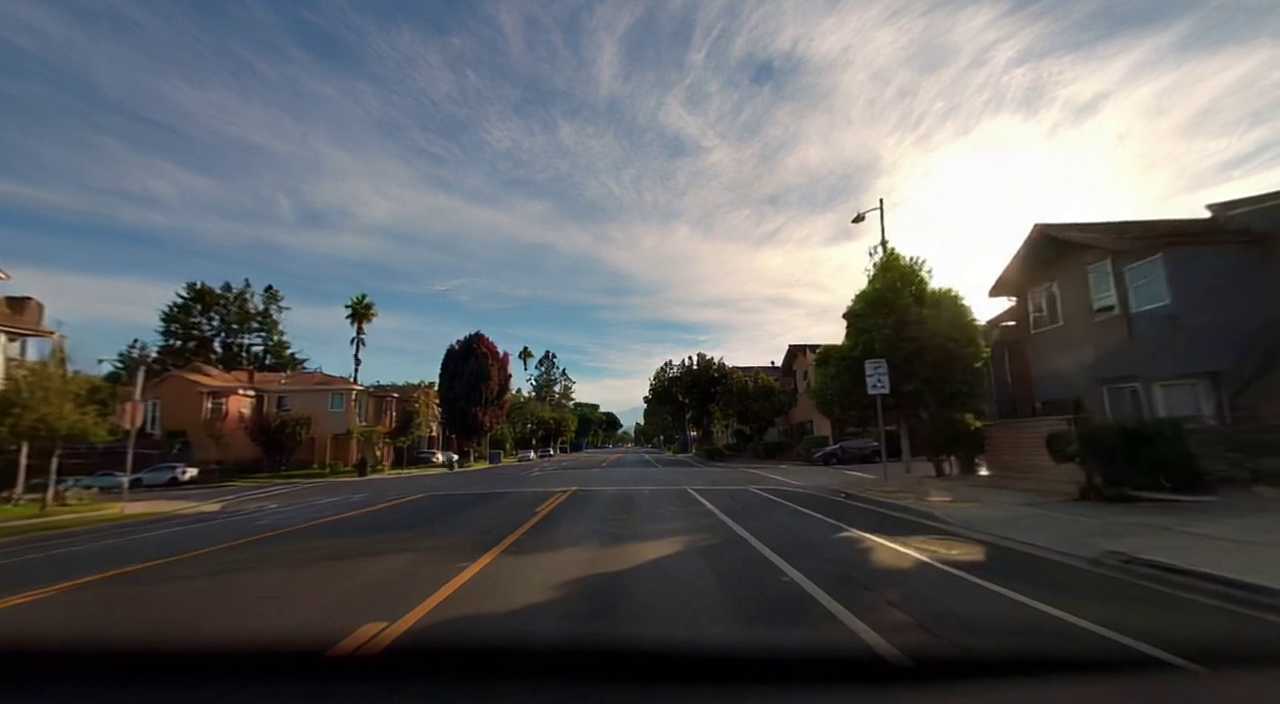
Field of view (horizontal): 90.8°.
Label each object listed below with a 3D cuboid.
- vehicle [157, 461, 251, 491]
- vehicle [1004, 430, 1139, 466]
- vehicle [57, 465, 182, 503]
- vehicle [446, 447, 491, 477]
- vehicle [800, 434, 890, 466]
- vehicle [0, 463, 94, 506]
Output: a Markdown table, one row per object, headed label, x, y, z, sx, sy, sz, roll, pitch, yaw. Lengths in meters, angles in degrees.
| label | x | y | z | sx | sy | sz | roll | pitch | yaw |
| --- | --- | --- | --- | --- | --- | --- | --- | --- | --- |
| vehicle | -25.801 | 7.323 | 37.493 | 4.185 | 1.550 | 1.937 | -1 | -6 | 3 |
| vehicle | 18.645 | 4.144 | 27.473 | 4.400 | 1.442 | 1.970 | 0 | -7 | 2 |
| vehicle | -22.409 | 5.682 | 27.310 | 3.687 | 1.465 | 1.855 | 0 | -8 | -1 |
| vehicle | -12.636 | 8.077 | 46.728 | 1.949 | 1.855 | 4.599 | -4 | -7 | 1 |
| vehicle | 11.672 | 5.605 | 36.161 | 4.406 | 1.738 | 2.020 | 0 | -8 | 0 |
| vehicle | -26.946 | 5.706 | 27.344 | 4.711 | 1.671 | 2.035 | 0 | -8 | 0 |
